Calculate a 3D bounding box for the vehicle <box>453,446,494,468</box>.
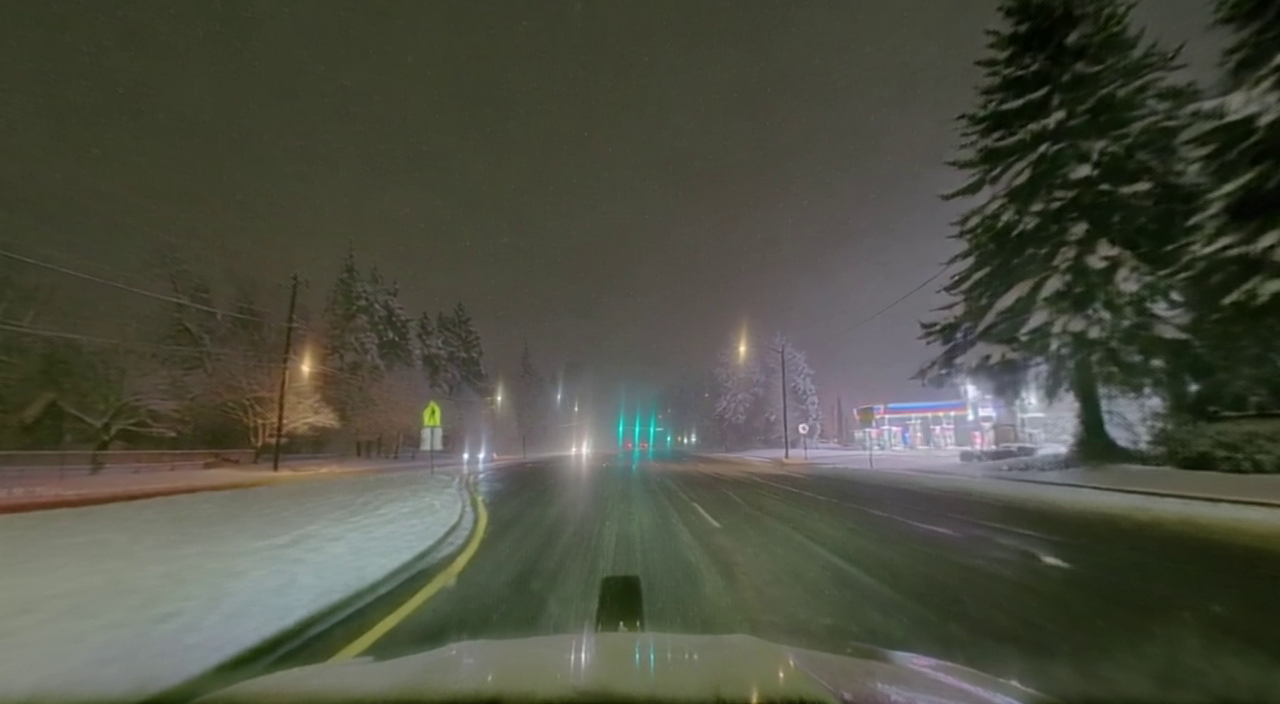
[{"bbox_3d":[-11.910,7.520,45.498,1.725,1.507,4.251,0,-9,1],"label":"vehicle"}]
